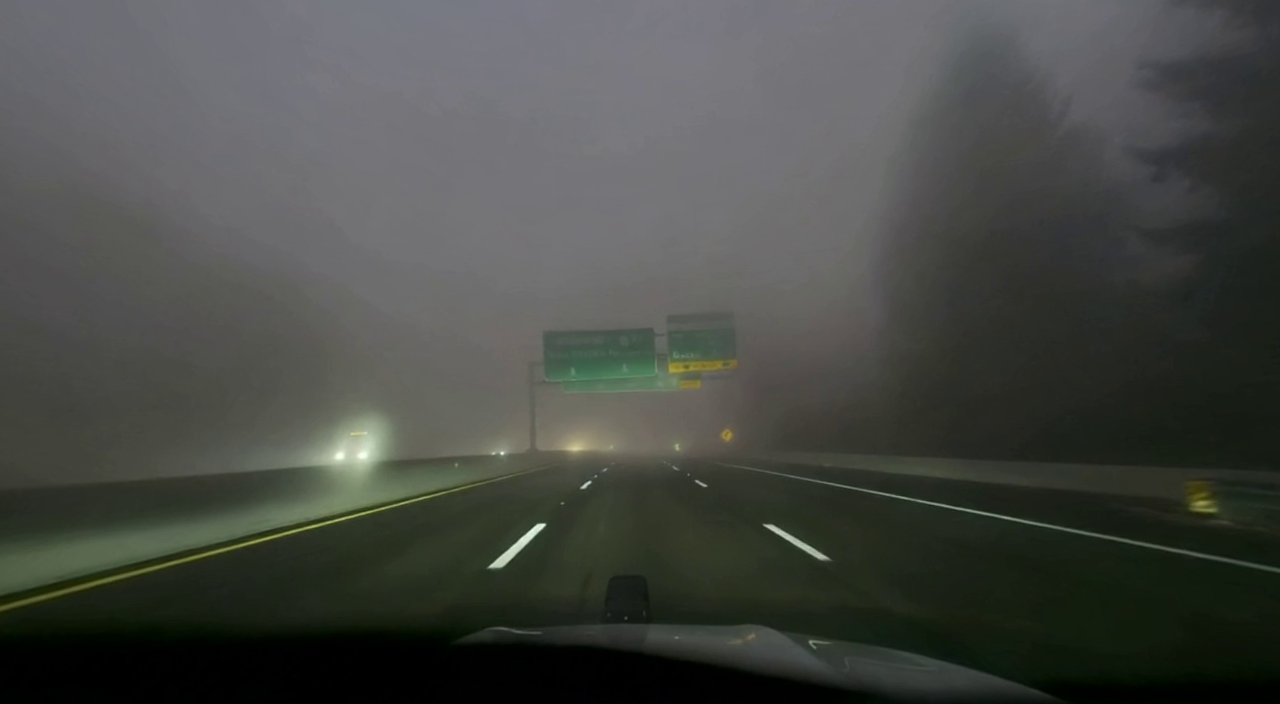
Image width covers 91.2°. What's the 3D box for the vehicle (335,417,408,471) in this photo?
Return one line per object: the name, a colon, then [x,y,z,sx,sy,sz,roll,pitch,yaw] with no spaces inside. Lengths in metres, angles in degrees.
vehicle: [-20.773,7.199,49.036,2.951,3.866,6.101,0,-8,0]
